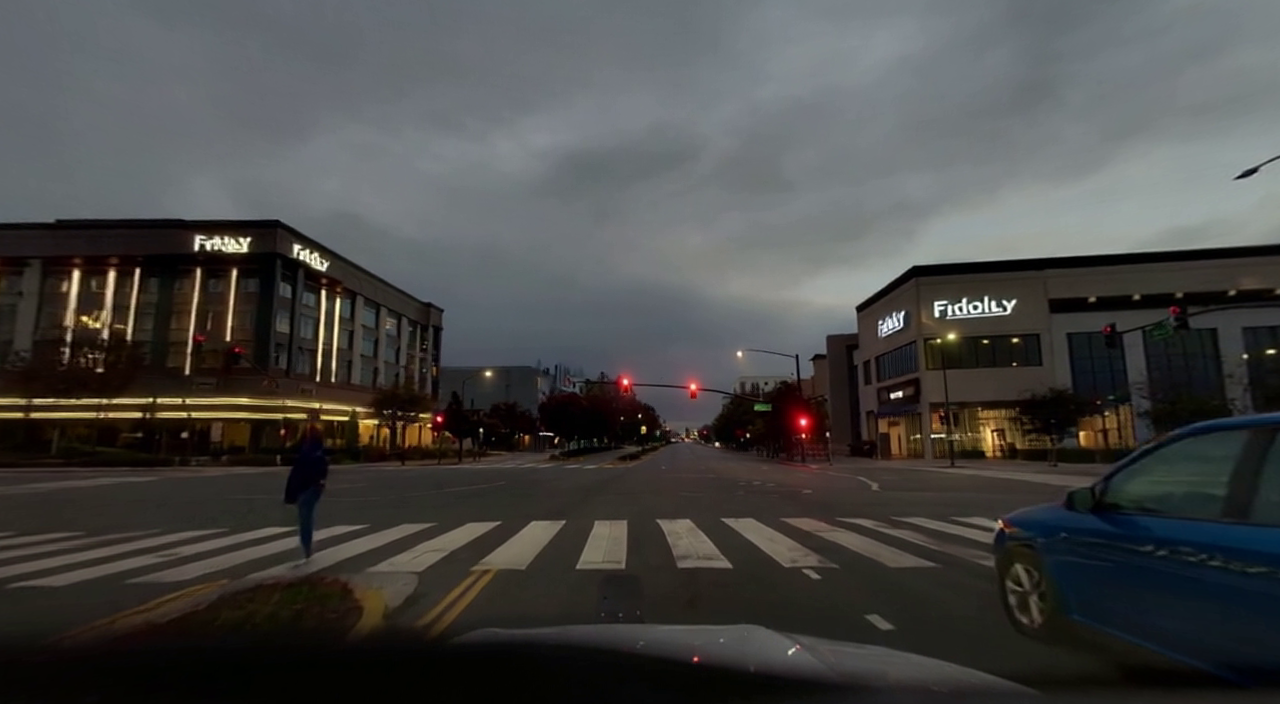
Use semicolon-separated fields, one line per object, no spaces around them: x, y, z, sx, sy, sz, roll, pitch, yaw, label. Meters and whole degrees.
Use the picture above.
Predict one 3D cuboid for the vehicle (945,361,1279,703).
3.471;0.928;2.895;2.067;1.625;4.073;0;-8;0;vehicle
